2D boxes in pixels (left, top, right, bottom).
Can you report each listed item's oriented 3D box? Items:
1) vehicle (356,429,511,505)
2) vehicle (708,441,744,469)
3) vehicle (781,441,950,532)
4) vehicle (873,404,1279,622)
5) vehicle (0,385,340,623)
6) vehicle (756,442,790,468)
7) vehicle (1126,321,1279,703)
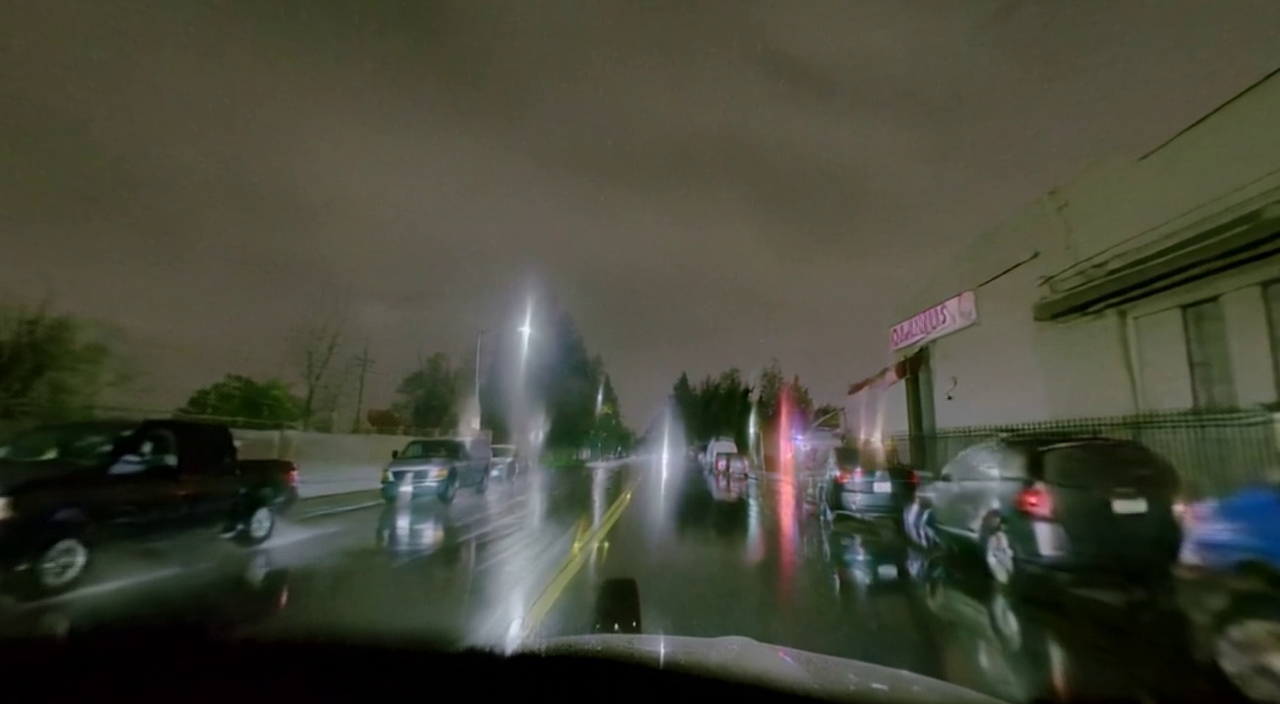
[{"bbox_3d":[-5.917,3.374,19.182,2.504,1.919,5.658,-1,-8,3],"label":"vehicle"},{"bbox_3d":[6.239,7.503,46.454,2.158,1.900,5.376,0,-8,3],"label":"vehicle"},{"bbox_3d":[4.571,2.745,13.695,2.050,1.475,4.613,1,-7,1],"label":"vehicle"},{"bbox_3d":[4.561,1.666,7.584,1.941,1.810,4.364,0,-8,2],"label":"vehicle"},{"bbox_3d":[-6.365,1.671,7.951,2.304,1.937,5.720,-1,-8,1],"label":"vehicle"},{"bbox_3d":[10.000,7.771,47.609,1.911,1.685,3.764,2,-12,3],"label":"vehicle"},{"bbox_3d":[4.251,0.593,1.026,2.327,2.021,5.850,1,-8,1],"label":"vehicle"}]
